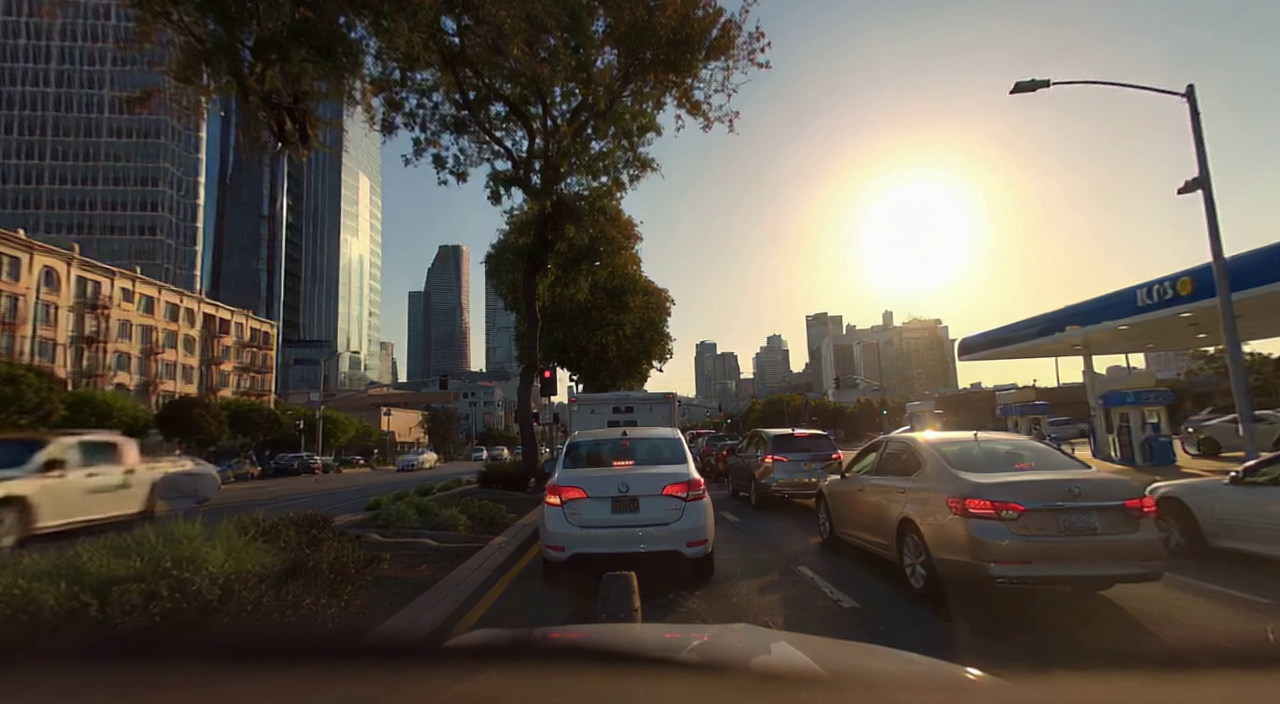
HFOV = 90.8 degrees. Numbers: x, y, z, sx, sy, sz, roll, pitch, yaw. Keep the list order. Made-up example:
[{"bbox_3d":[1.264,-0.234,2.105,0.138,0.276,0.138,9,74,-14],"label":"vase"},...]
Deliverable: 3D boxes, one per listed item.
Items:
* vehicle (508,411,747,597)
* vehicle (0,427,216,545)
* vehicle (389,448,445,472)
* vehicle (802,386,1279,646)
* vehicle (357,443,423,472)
[{"bbox_3d":[-0.150,1.619,7.499,2.106,1.613,3.697,0,-9,-1],"label":"vehicle"},{"bbox_3d":[-10.885,2.407,12.006,2.190,1.778,5.033,0,-9,-1],"label":"vehicle"},{"bbox_3d":[-14.785,7.182,42.200,2.011,1.465,4.528,-1,-9,1],"label":"vehicle"},{"bbox_3d":[3.368,1.411,6.473,2.056,1.700,4.399,0,-9,-2],"label":"vehicle"},{"bbox_3d":[-17.920,7.567,45.595,2.325,1.938,5.913,0,-9,0],"label":"vehicle"}]
